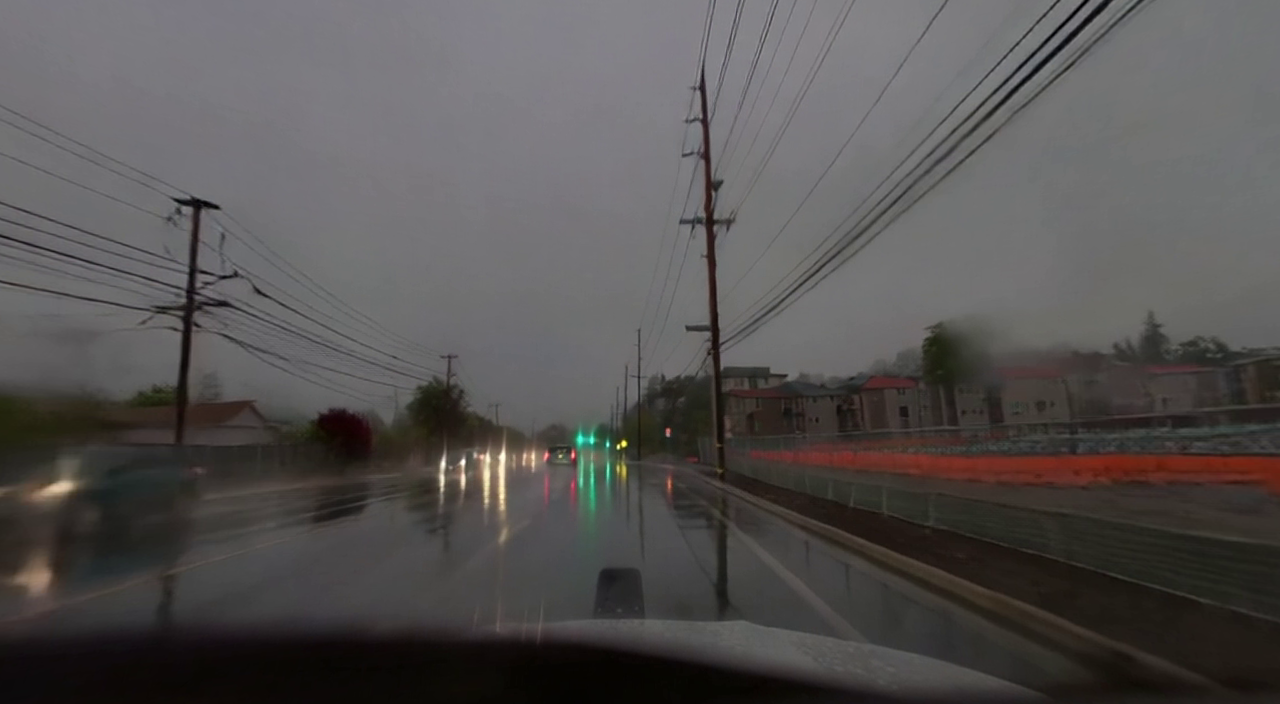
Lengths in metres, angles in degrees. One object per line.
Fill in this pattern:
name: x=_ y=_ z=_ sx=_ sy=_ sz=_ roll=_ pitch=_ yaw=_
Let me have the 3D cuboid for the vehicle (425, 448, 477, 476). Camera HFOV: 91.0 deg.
vehicle: x=-11.120 y=6.459 z=37.315 sx=1.911 sy=1.508 sz=4.448 roll=1 pitch=-9 yaw=-3

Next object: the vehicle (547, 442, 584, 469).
vehicle: x=-4.583 y=6.440 z=39.327 sx=1.992 sy=1.515 sz=4.289 roll=1 pitch=-9 yaw=-3

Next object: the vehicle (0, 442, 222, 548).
vehicle: x=-10.525 y=2.619 z=12.258 sx=1.954 sy=1.690 sz=4.080 roll=1 pitch=-9 yaw=-1
